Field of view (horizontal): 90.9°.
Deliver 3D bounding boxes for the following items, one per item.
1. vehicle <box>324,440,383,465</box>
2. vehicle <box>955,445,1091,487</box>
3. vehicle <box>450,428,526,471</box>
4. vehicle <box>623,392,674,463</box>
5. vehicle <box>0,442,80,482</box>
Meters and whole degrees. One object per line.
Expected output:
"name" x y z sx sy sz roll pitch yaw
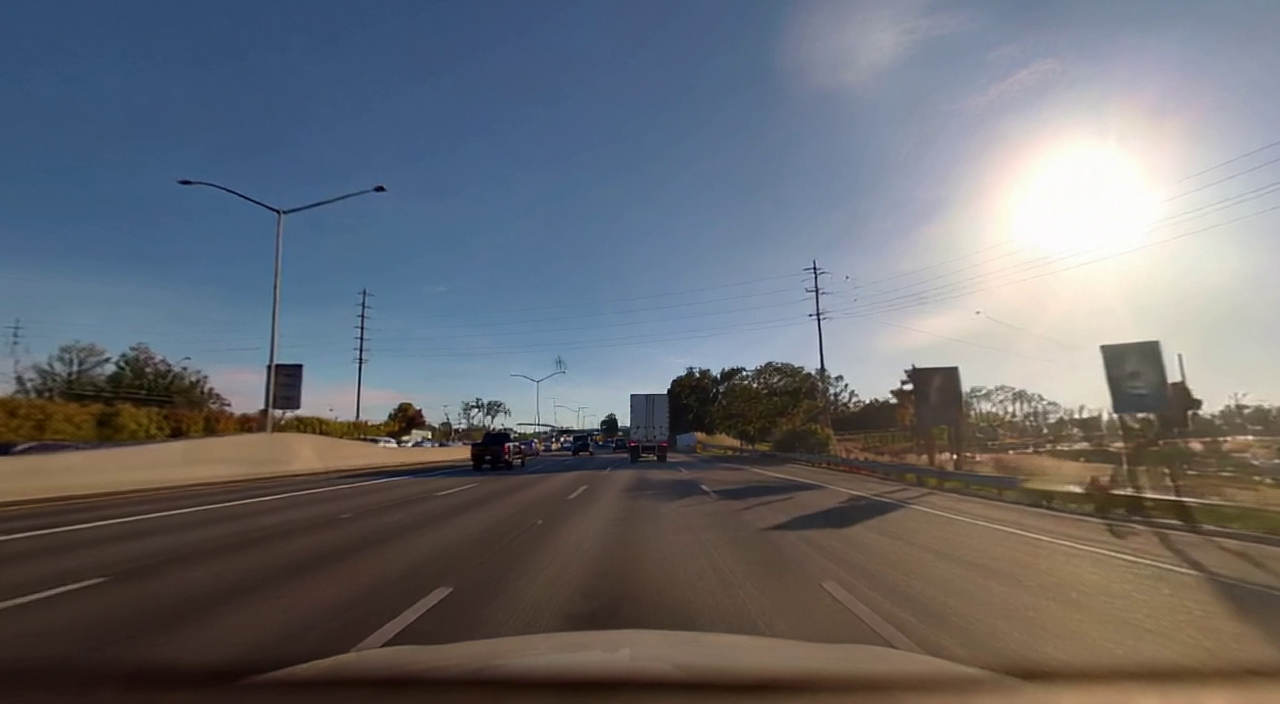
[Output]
"vehicle" -17.607 6.186 38.995 1.709 1.442 4.029 0 -8 1
"vehicle" 15.204 4.534 25.433 1.757 1.437 4.897 4 -9 -12
"vehicle" -6.972 4.560 29.647 2.197 1.847 5.364 0 -8 1
"vehicle" 0.686 5.096 41.519 2.879 4.027 11.243 0 -8 2
"vehicle" -25.568 4.381 25.275 1.956 1.553 4.530 0 -8 1
